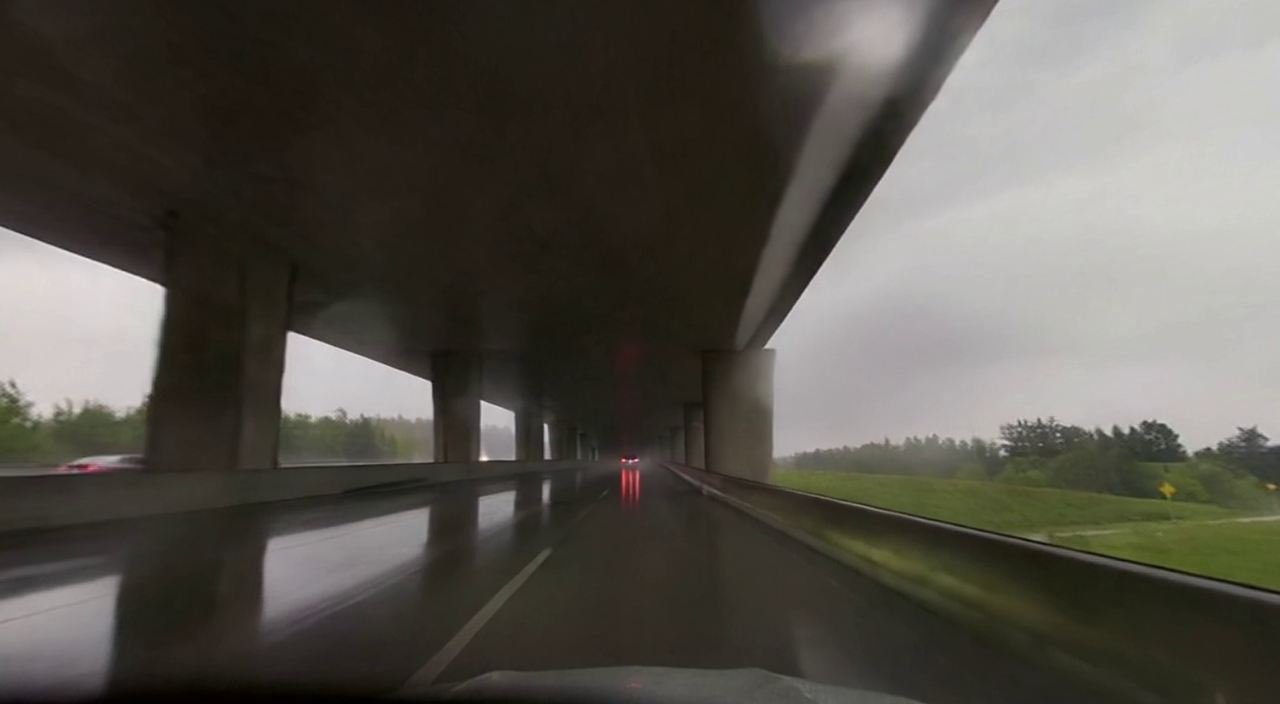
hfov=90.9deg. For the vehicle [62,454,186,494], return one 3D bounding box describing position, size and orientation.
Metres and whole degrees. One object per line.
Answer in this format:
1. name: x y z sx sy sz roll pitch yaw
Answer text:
1. vehicle: -23.891 5.634 29.452 1.817 1.626 4.551 -1 -9 2
